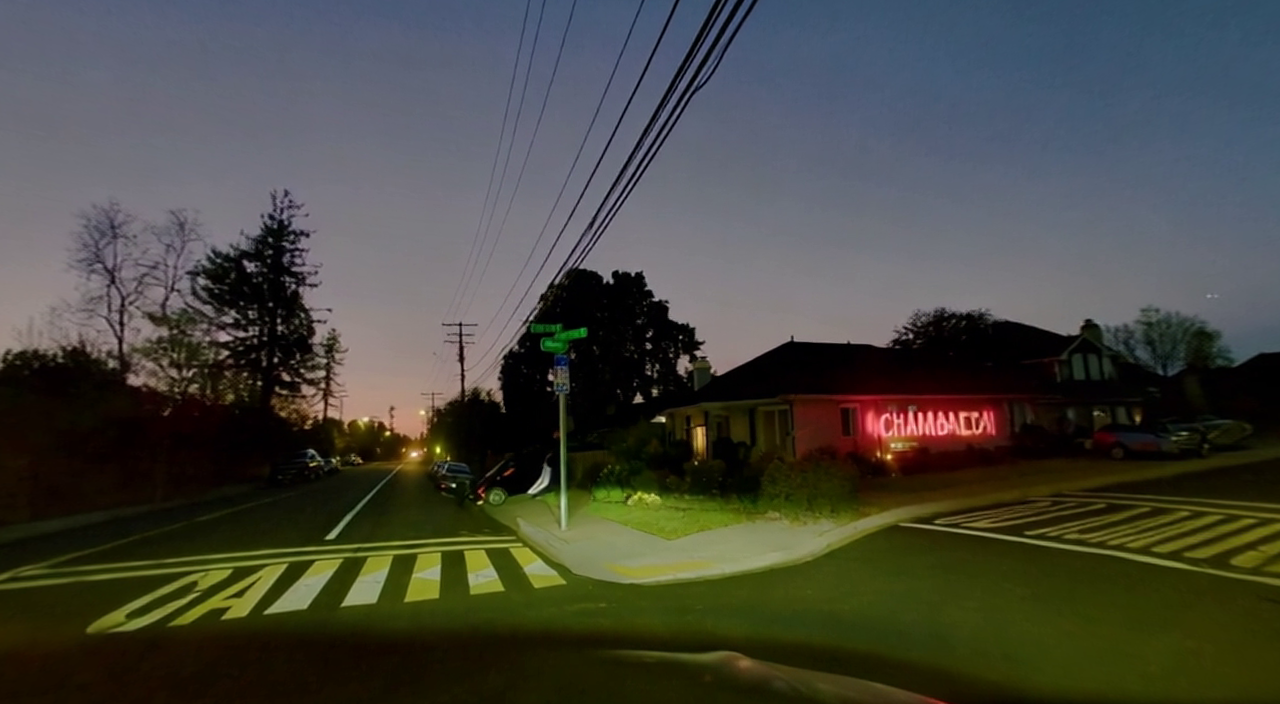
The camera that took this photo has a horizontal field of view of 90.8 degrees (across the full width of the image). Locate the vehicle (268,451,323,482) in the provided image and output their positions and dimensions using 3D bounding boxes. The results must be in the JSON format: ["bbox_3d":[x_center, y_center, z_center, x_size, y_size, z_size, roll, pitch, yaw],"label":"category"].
[{"bbox_3d":[-21.818,7.223,40.237,2.203,1.787,4.704,3,-9,-19],"label":"vehicle"}]
